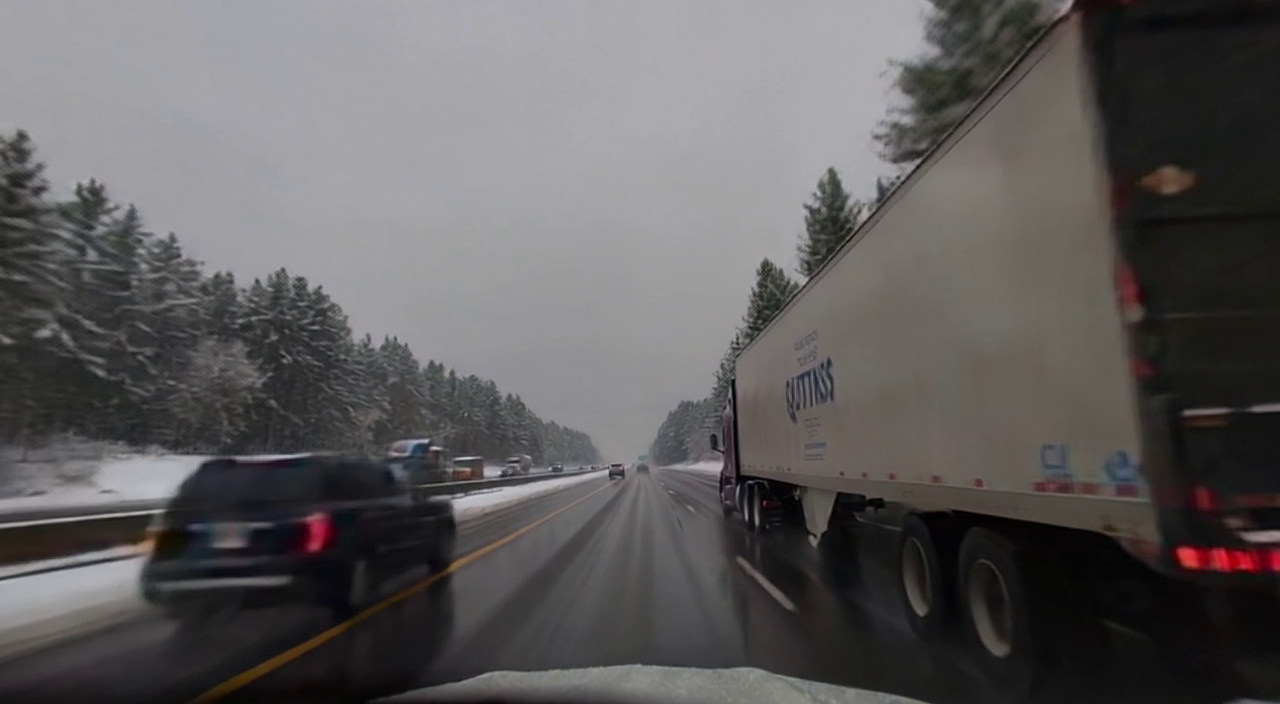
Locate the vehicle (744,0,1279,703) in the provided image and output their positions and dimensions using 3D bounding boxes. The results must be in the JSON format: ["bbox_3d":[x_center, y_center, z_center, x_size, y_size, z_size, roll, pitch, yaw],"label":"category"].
[{"bbox_3d":[3.579,0.705,7.331,2.871,4.032,10.642,1,-10,0],"label":"vehicle"}]

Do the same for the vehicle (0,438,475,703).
[{"bbox_3d":[-2.937,1.508,5.210,2.032,1.407,3.641,0,-10,2],"label":"vehicle"}]
